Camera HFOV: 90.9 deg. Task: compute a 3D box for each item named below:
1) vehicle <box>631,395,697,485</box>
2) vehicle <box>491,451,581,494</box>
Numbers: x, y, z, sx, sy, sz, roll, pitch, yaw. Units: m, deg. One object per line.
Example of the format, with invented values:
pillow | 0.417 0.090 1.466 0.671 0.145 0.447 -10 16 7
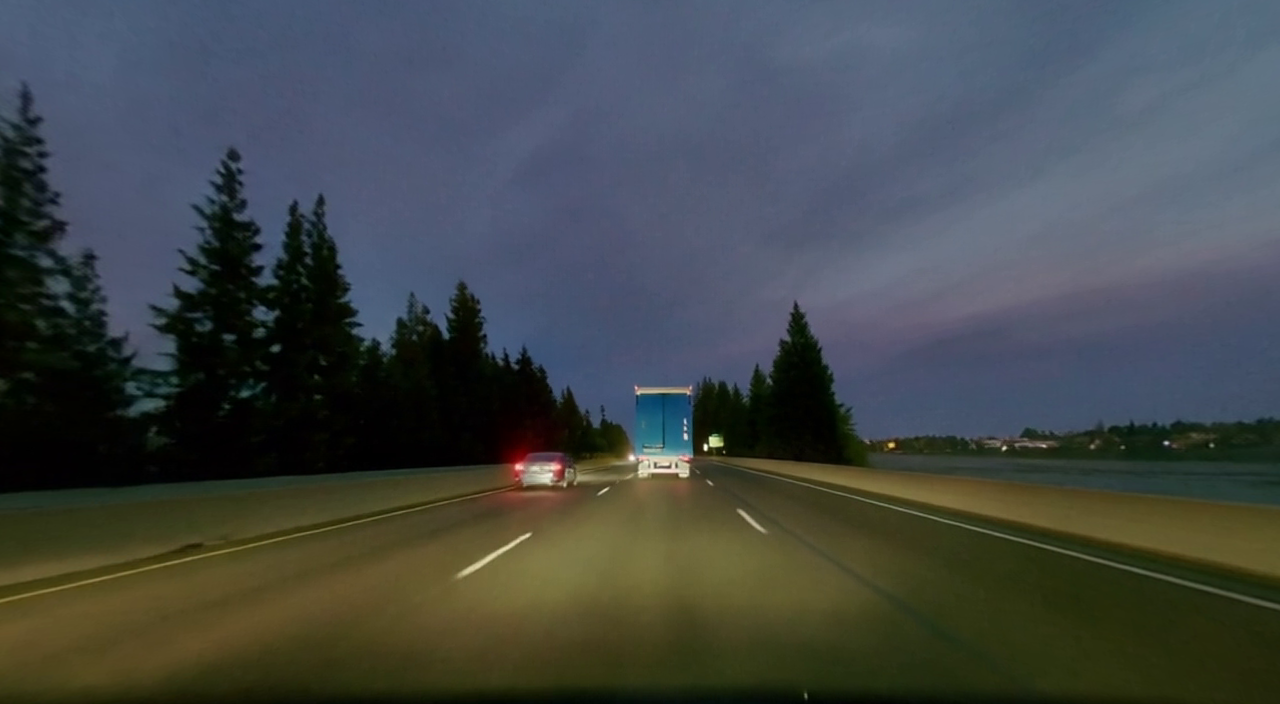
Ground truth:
vehicle | 1.324 4.524 31.835 2.821 3.878 8.925 -1 -9 4
vehicle | -3.582 4.277 22.805 2.133 1.358 4.870 -1 -9 4
